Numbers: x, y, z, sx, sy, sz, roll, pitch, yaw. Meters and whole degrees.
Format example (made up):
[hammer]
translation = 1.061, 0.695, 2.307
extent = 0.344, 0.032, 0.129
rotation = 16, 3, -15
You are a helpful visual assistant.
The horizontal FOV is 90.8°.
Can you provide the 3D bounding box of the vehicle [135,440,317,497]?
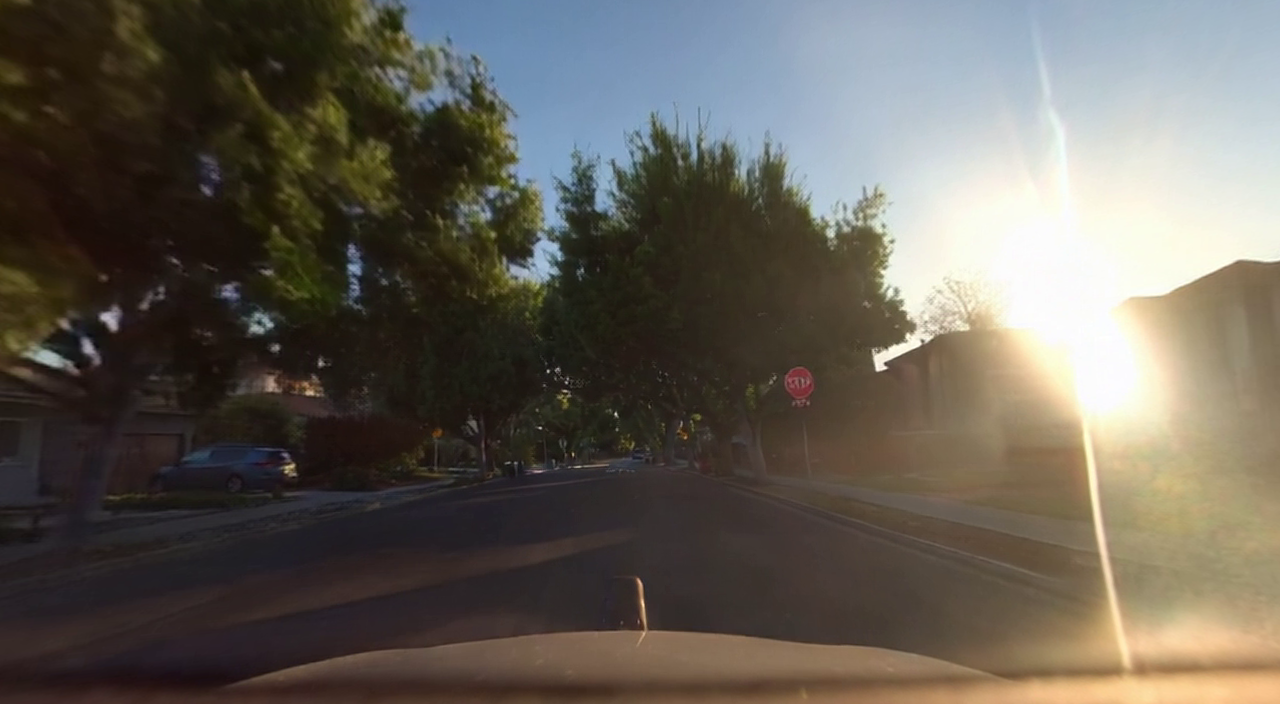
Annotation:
[vehicle]
translation = -14.339, 4.047, 22.143
extent = 4.809, 1.865, 2.093
rotation = 0, -9, -2
